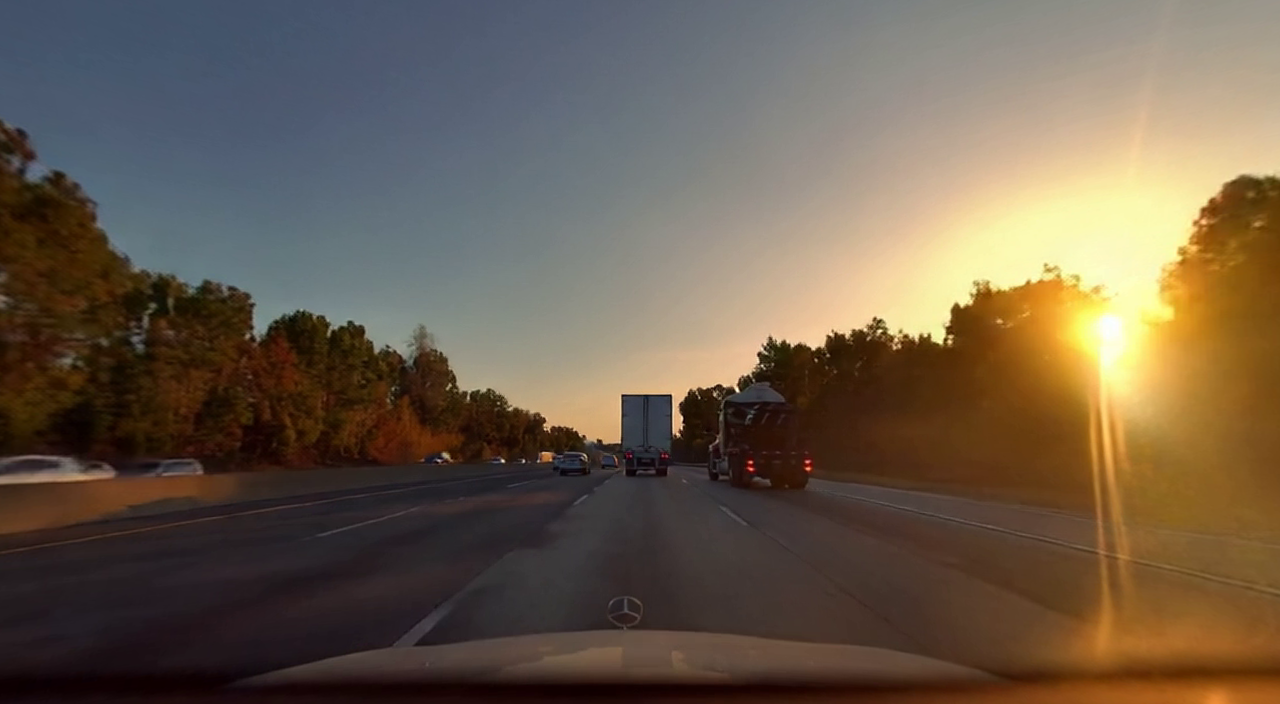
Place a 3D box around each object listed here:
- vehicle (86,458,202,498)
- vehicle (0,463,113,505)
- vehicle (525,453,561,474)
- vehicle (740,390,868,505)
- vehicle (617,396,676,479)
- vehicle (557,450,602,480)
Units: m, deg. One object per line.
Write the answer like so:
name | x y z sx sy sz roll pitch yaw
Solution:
vehicle | -26.023 6.595 33.370 1.852 1.874 5.286 0 -9 0
vehicle | -26.009 5.693 27.508 1.867 1.580 4.704 0 -9 0
vehicle | -7.016 8.130 46.102 1.926 1.482 3.959 0 -9 1
vehicle | 4.482 2.721 18.052 2.565 2.902 3.798 0 -9 0
vehicle | 0.285 5.147 37.117 2.875 4.056 12.312 0 -9 0
vehicle | -3.342 6.303 35.452 2.061 1.555 3.900 0 -9 1
